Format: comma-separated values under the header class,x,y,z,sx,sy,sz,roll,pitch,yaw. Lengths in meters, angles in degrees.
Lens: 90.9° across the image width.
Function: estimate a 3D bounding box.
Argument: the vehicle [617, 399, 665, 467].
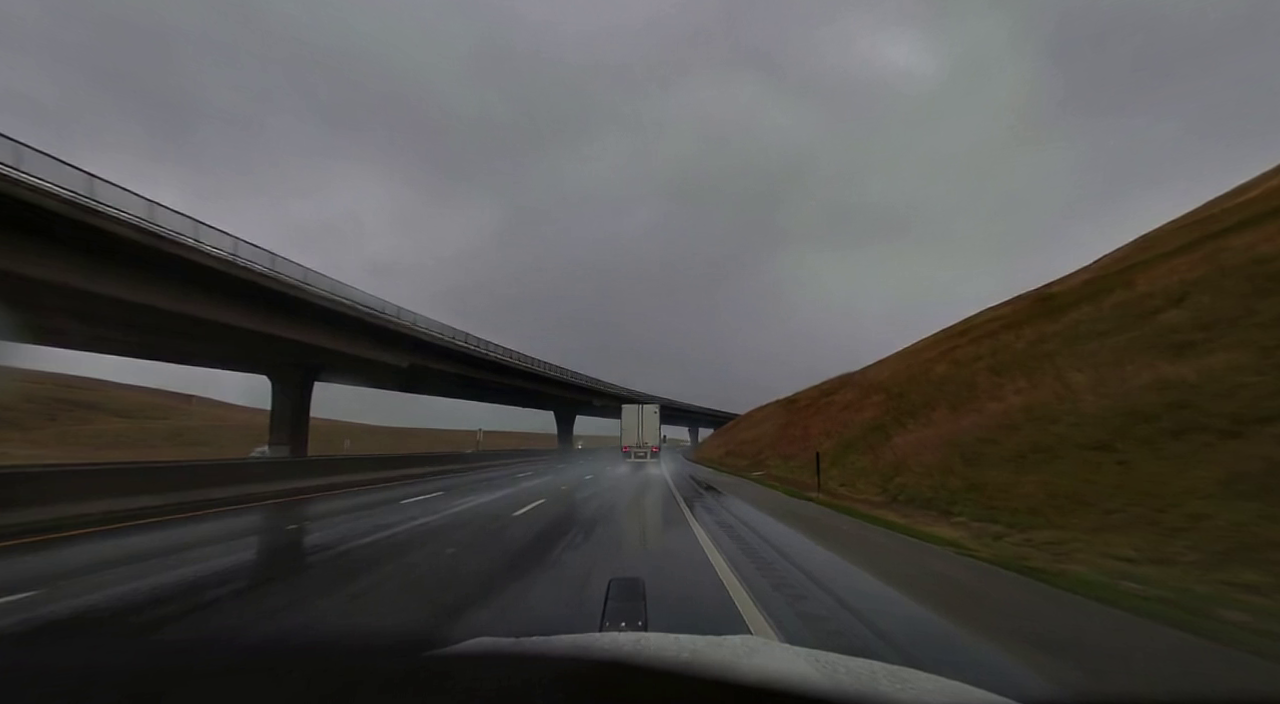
class,x,y,z,sx,sy,sz,roll,pitch,yaw
vehicle,0.005,5.631,43.215,2.866,4.014,11.261,0,-8,-1
